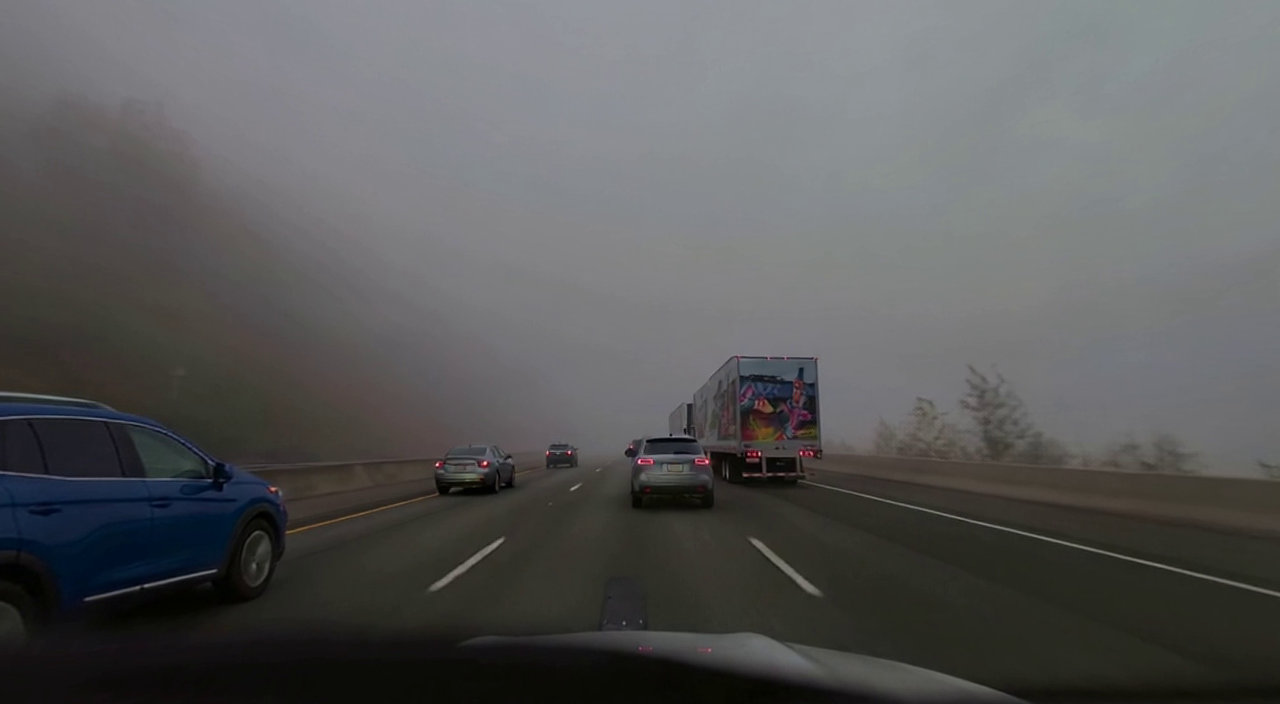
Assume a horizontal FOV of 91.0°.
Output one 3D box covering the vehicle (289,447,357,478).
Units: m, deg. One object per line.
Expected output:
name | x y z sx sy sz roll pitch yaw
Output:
vehicle | -18.905 6.588 37.765 1.873 1.674 4.333 0 -8 -1

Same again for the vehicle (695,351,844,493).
vehicle | 4.329 3.000 25.259 2.828 4.081 14.220 0 -8 -1

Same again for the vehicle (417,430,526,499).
vehicle | -4.375 2.966 17.023 1.905 1.642 3.803 0 -8 0

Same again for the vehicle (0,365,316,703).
vehicle | -4.094 1.003 3.710 1.983 1.666 4.452 0 -8 0

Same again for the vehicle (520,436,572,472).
vehicle | -4.760 5.211 32.397 2.014 1.683 4.275 0 -8 0

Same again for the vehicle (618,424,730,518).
vehicle | 0.577 2.404 13.168 2.017 1.662 3.543 0 -8 -1
